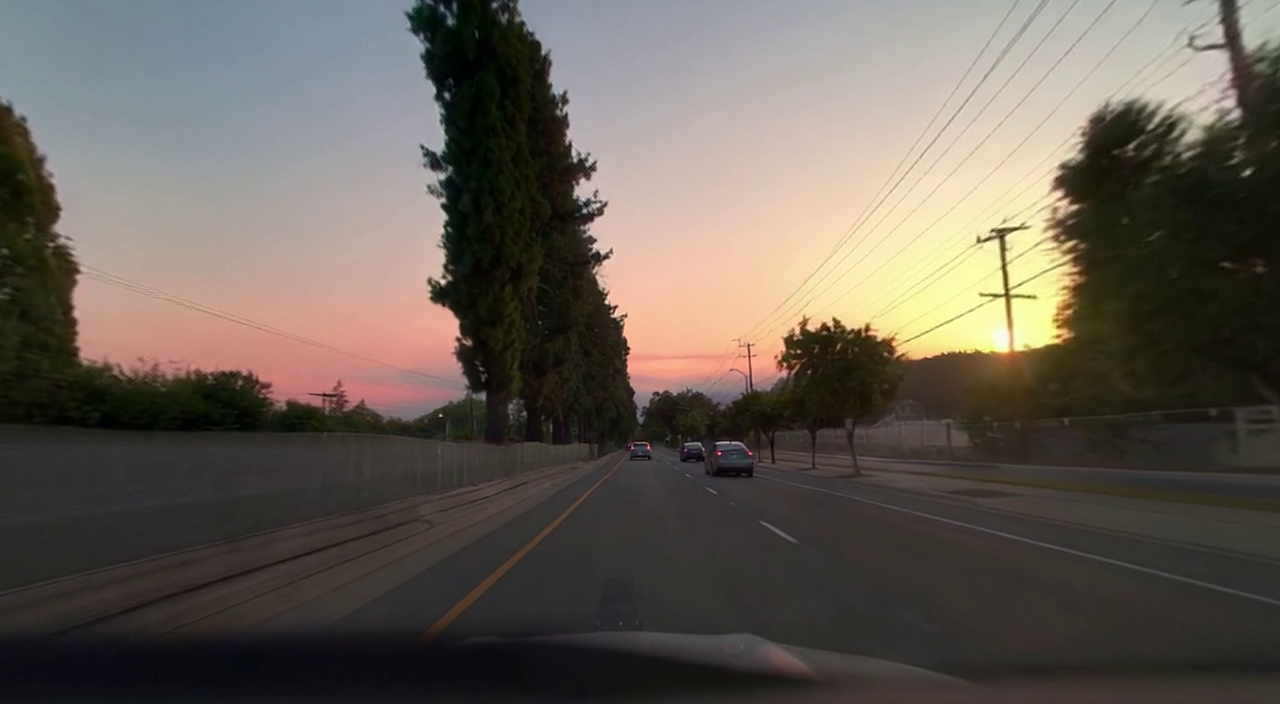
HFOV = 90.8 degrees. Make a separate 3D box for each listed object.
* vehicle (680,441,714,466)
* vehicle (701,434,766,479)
[{"bbox_3d":[4.017,7.223,44.879,2.012,1.653,4.115,0,-9,0],"label":"vehicle"},{"bbox_3d":[4.081,4.685,28.453,2.112,1.825,4.574,0,-9,-1],"label":"vehicle"}]
